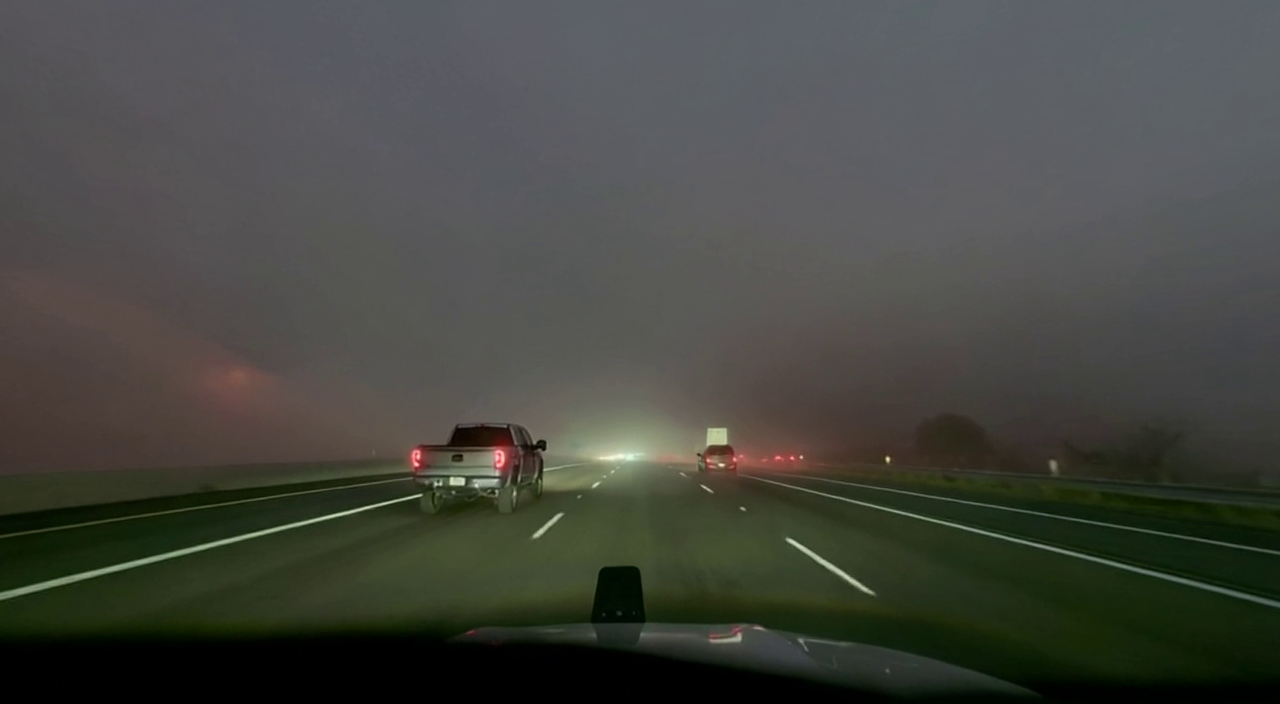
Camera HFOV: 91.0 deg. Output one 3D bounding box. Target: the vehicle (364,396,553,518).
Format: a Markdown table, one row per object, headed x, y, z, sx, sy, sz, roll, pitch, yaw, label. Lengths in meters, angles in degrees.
| x | y | z | sx | sy | sz | roll | pitch | yaw | label |
| --- | --- | --- | --- | --- | --- | --- | --- | --- | --- |
| -3.748 | 2.399 | 14.718 | 2.496 | 2.203 | 6.317 | 0 | -9 | 0 | vehicle |

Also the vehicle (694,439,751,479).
| x | y | z | sx | sy | sz | roll | pitch | yaw | label |
| --- | --- | --- | --- | --- | --- | --- | --- | --- | --- |
| 3.687 | 4.877 | 29.005 | 2.095 | 1.668 | 4.135 | 0 | -9 | 0 | vehicle |
